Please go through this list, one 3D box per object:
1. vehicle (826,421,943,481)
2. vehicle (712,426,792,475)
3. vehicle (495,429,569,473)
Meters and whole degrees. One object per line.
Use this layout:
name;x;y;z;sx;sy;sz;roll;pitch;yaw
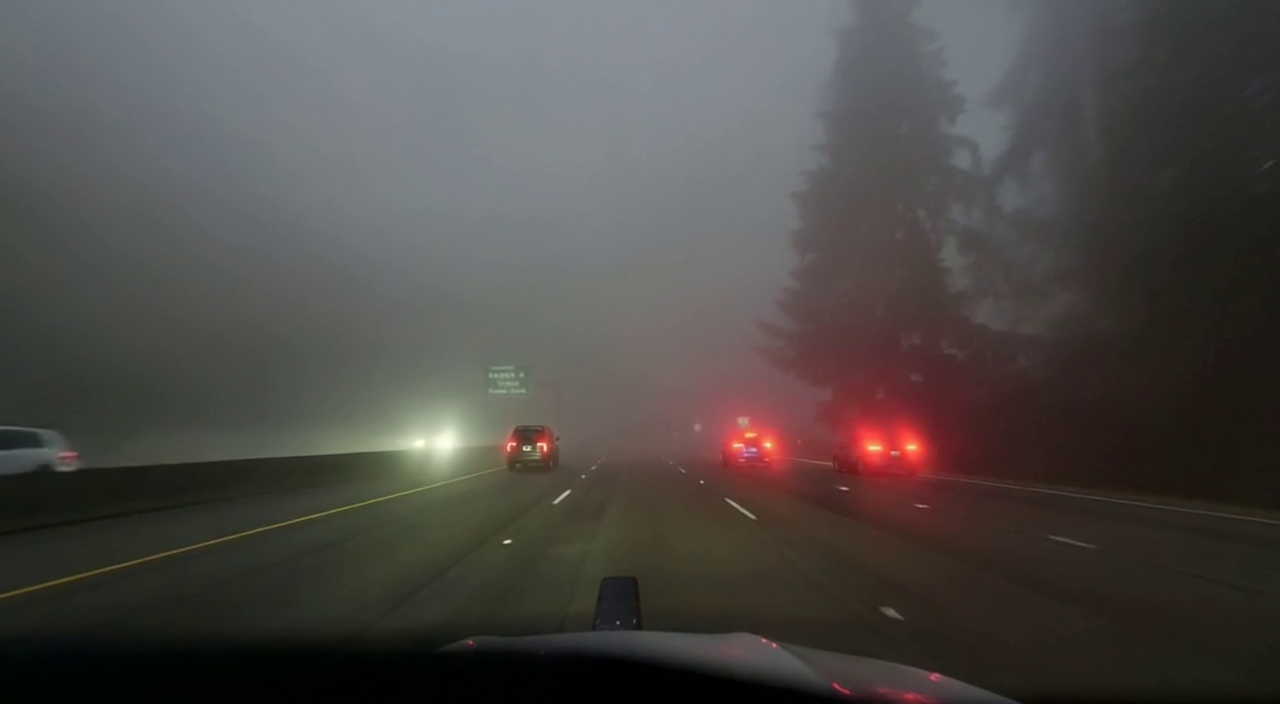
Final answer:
vehicle;7.379;3.012;19.430;1.956;1.634;3.935;0;-8;-1
vehicle;3.896;3.493;22.681;2.011;1.576;4.060;0;-8;-2
vehicle;-3.840;3.577;23.090;2.032;1.465;4.316;0;-8;-1
